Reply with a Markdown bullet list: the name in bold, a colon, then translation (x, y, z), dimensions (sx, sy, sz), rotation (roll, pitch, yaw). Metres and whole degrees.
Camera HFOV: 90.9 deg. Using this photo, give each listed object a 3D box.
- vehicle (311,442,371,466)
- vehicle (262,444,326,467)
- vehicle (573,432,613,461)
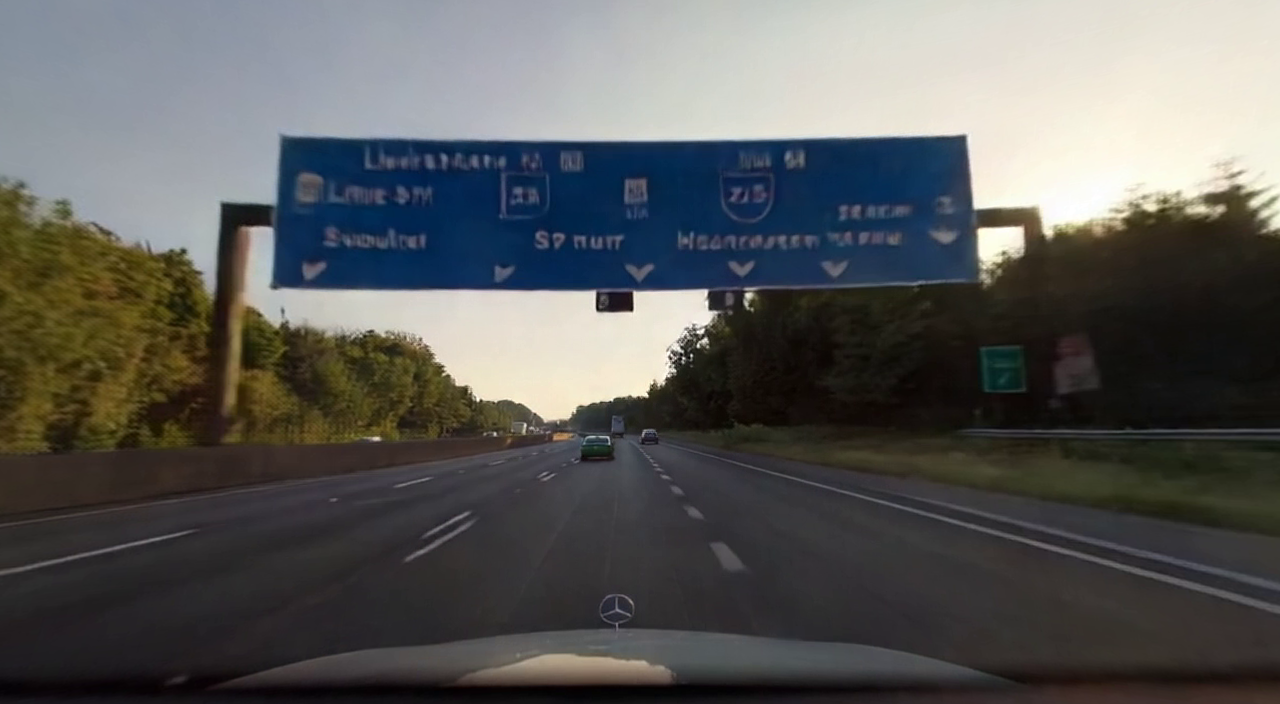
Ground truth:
- **vehicle**: translation (-20.343, 6.927, 43.097), dimensions (2.002, 1.484, 4.481), rotation (0, -8, -1)
- **vehicle**: translation (-23.830, 7.134, 43.612), dimensions (1.960, 1.441, 4.473), rotation (0, -8, -1)
- **vehicle**: translation (-2.516, 5.183, 34.720), dimensions (2.000, 1.491, 3.913), rotation (0, -8, -2)
